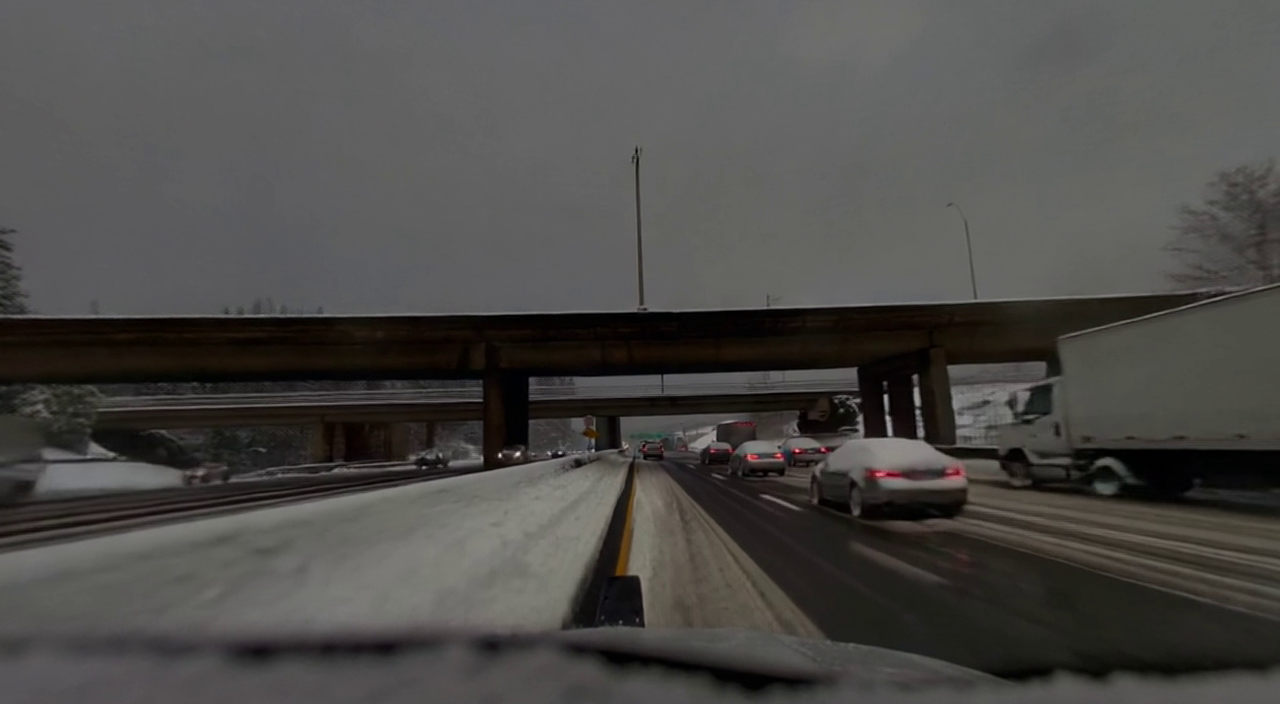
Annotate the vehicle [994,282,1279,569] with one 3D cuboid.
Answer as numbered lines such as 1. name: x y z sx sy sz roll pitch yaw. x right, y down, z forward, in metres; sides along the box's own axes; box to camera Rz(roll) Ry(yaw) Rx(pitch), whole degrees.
1. vehicle: 8.819 1.004 8.357 3.020 3.240 8.990 0 -8 0

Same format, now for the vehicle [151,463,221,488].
1. vehicle: -31.654 8.601 44.238 1.829 1.506 4.390 0 -8 -3

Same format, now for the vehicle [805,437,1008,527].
1. vehicle: 5.116 2.547 13.127 1.959 1.483 5.135 0 -8 0

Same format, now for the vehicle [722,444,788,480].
1. vehicle: 4.914 4.767 27.663 1.987 1.448 4.356 0 -8 -1
